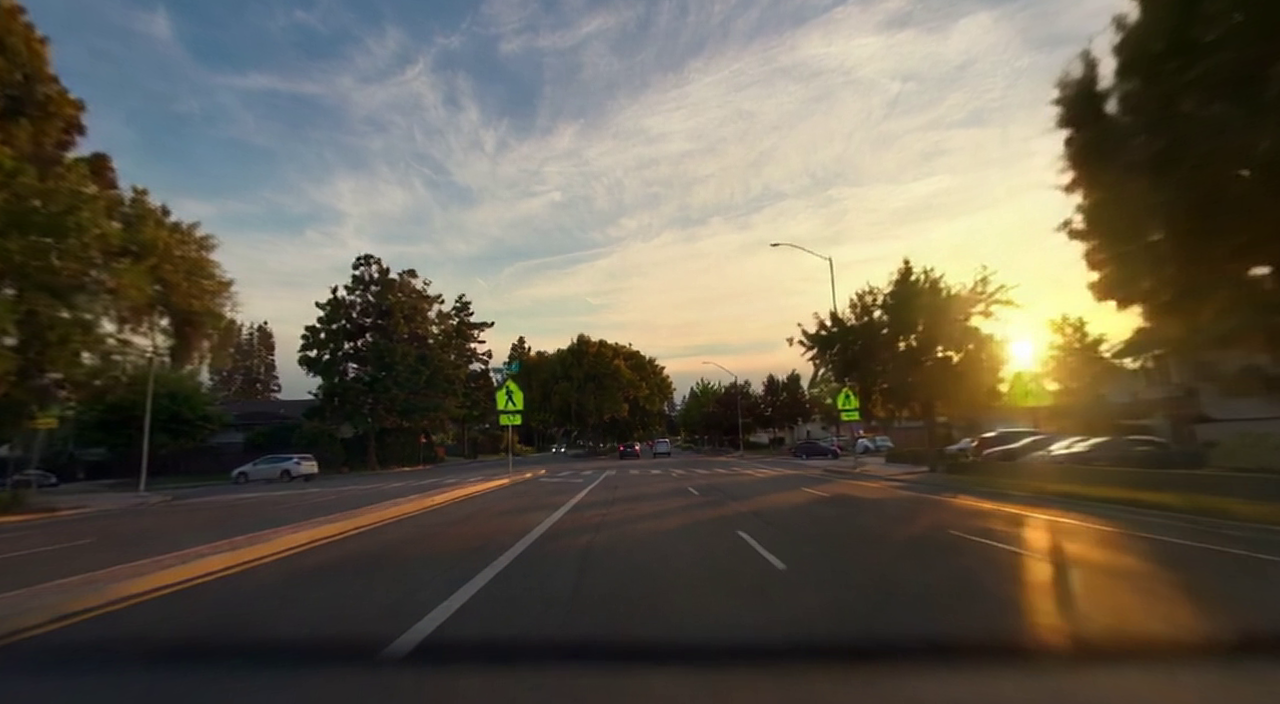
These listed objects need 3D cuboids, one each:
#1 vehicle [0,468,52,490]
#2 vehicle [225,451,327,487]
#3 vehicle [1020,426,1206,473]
[{"bbox_3d":[-48.211,9.770,48.480,1.752,1.487,4.464,-2,-8,1],"label":"vehicle"},{"bbox_3d":[-20.327,6.531,35.412,4.534,1.724,1.952,-3,-9,1],"label":"vehicle"},{"bbox_3d":[16.317,3.412,22.062,4.719,1.513,1.899,-2,-9,10],"label":"vehicle"}]
